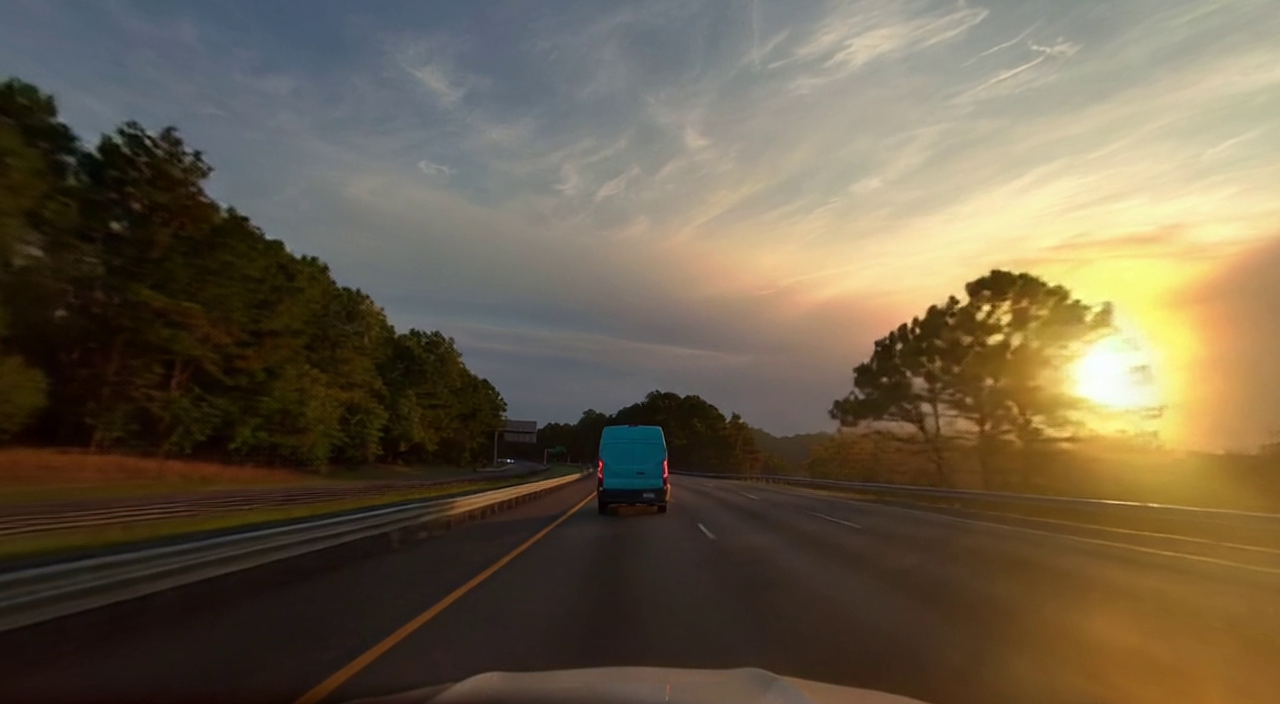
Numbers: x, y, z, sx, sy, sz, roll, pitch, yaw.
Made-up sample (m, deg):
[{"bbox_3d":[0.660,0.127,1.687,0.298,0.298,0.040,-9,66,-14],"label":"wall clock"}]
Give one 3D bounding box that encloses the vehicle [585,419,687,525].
[{"bbox_3d":[-0.186,3.384,17.960,2.375,2.432,6.161,1,-10,-2],"label":"vehicle"}]
